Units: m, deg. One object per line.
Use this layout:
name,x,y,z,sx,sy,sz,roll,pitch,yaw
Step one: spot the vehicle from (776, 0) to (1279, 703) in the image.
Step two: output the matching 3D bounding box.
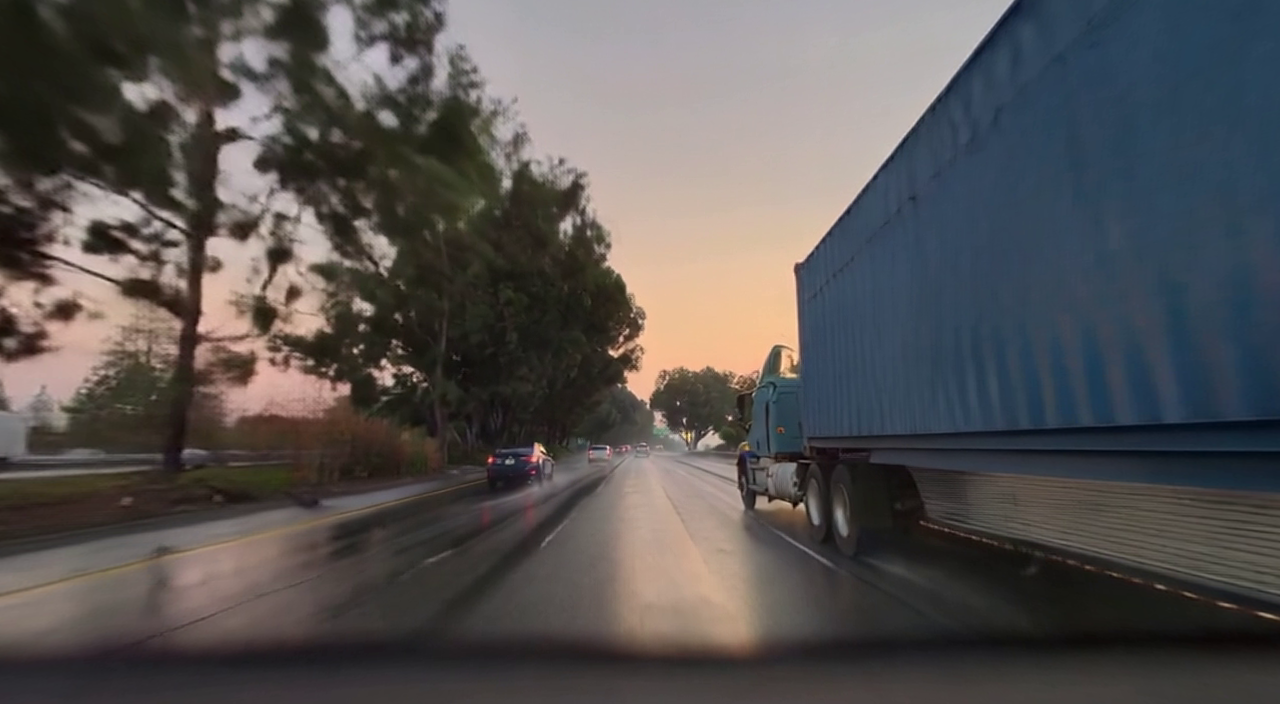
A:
vehicle,3.961,0.028,4.977,2.893,3.992,13.605,0,-9,1

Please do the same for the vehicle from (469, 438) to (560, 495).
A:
vehicle,-3.675,3.432,19.188,1.954,1.528,4.010,0,-9,0
